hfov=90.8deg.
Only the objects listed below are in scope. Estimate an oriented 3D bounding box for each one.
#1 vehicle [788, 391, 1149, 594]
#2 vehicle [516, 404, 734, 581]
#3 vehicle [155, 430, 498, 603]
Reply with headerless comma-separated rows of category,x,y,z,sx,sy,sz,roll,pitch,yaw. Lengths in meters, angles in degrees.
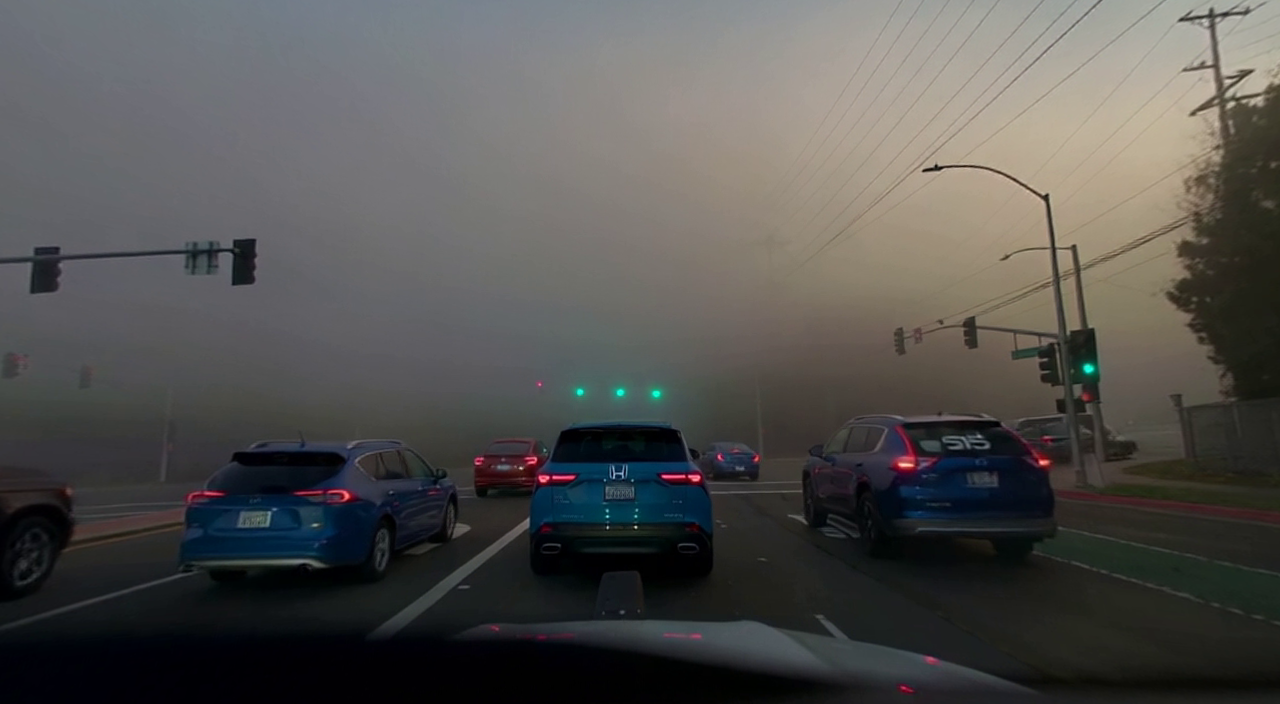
vehicle,3.475,1.597,7.978,1.999,1.789,4.583,0,-9,-1
vehicle,-0.119,1.675,8.262,2.111,1.712,4.078,0,-9,1
vehicle,-3.198,1.752,7.717,1.881,1.466,4.484,0,-9,0
